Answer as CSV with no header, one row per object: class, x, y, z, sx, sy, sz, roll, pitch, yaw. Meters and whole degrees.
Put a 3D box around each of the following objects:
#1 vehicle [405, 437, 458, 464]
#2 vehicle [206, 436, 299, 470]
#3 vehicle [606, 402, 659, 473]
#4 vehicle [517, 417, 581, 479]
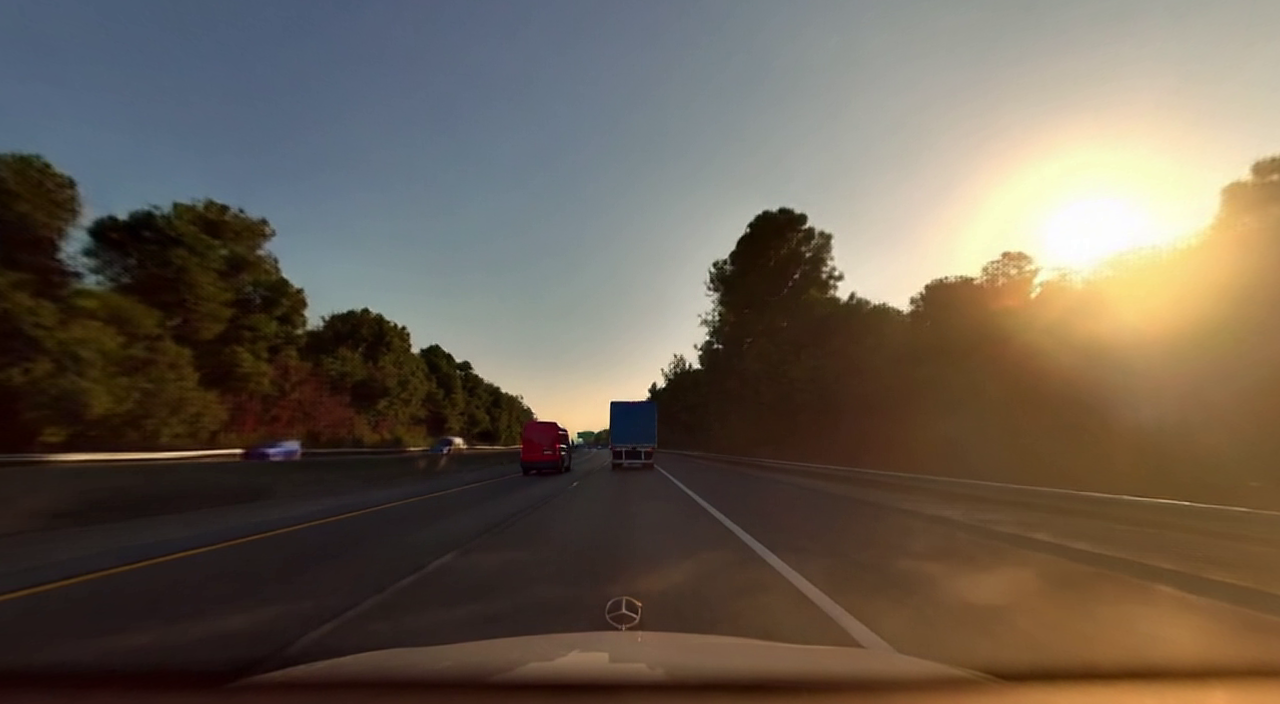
vehicle,-13.335,6.359,40.553,1.994,1.636,4.057,0,-9,0
vehicle,-18.176,4.766,29.852,1.840,1.466,4.037,0,-9,-1
vehicle,-0.449,5.659,41.004,2.995,4.036,10.311,0,-9,-1
vehicle,-4.414,4.849,31.659,2.357,2.786,6.144,0,-9,-1
